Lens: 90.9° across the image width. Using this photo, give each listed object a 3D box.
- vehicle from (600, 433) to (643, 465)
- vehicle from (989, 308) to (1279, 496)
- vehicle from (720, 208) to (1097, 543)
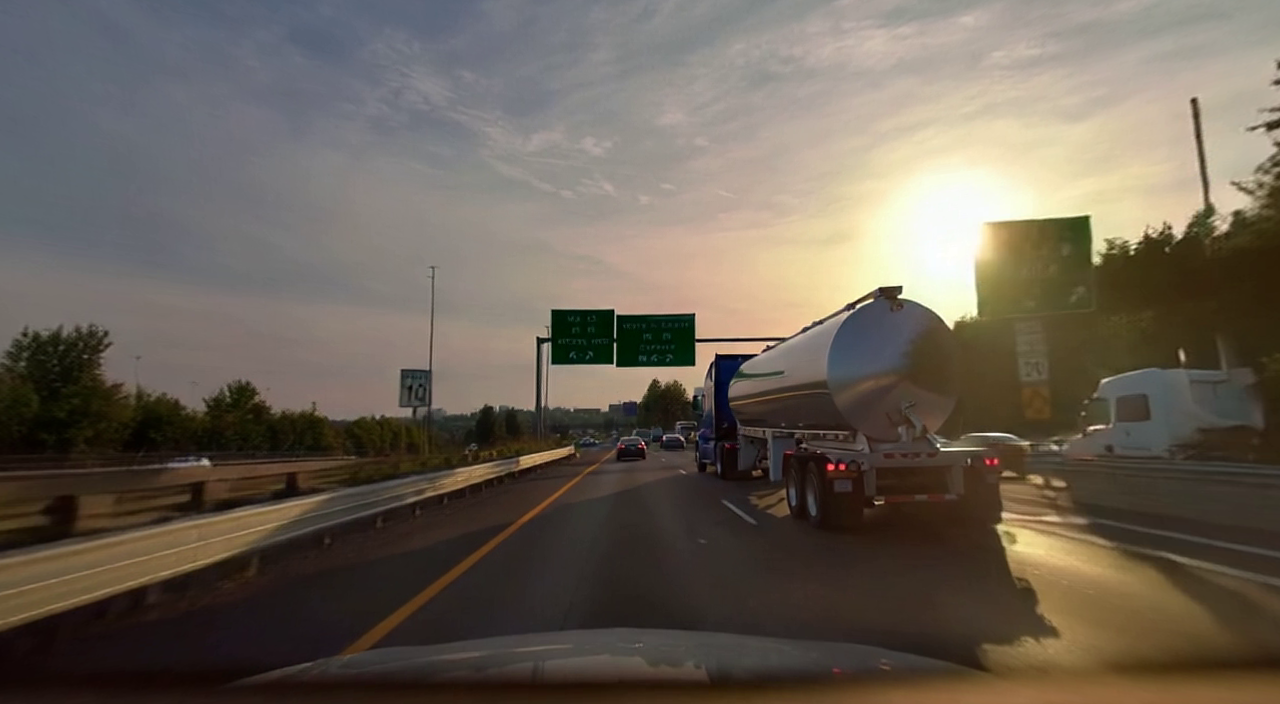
[{"bbox_3d":[-0.880,4.749,31.085,2.000,1.510,3.518,0,-8,-1],"label":"vehicle"},{"bbox_3d":[15.125,1.758,18.778,2.878,4.124,10.050,1,-8,-5],"label":"vehicle"},{"bbox_3d":[3.652,0.828,11.954,2.826,3.905,9.262,0,-8,-1],"label":"vehicle"}]
